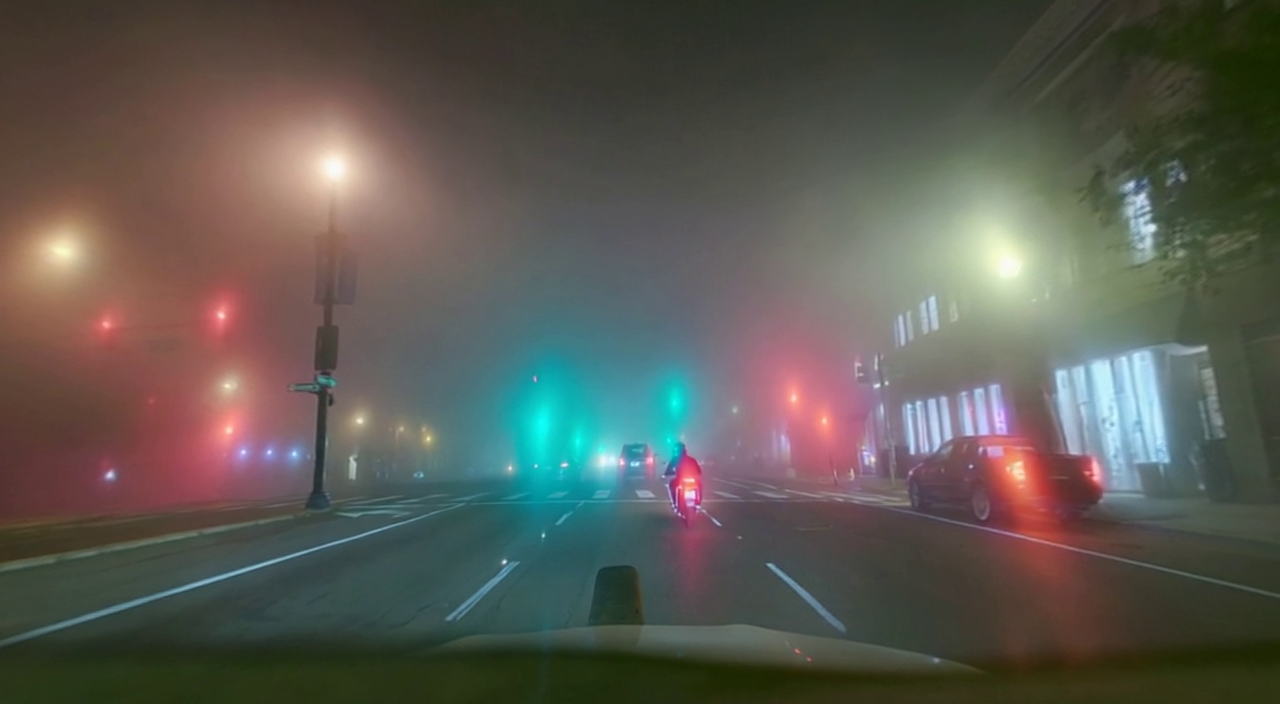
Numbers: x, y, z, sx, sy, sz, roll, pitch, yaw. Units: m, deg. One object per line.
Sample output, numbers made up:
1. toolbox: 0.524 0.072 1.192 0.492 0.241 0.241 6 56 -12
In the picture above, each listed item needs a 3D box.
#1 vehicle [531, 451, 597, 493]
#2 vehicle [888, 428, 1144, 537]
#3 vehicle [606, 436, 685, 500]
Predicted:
1. vehicle: -2.954 4.766 25.472 2.014 1.470 4.552 0 -9 1
2. vehicle: 7.178 2.524 12.933 2.018 1.772 4.968 0 -9 -2
3. vehicle: 0.138 3.611 20.096 2.223 1.775 4.250 0 -9 -1
